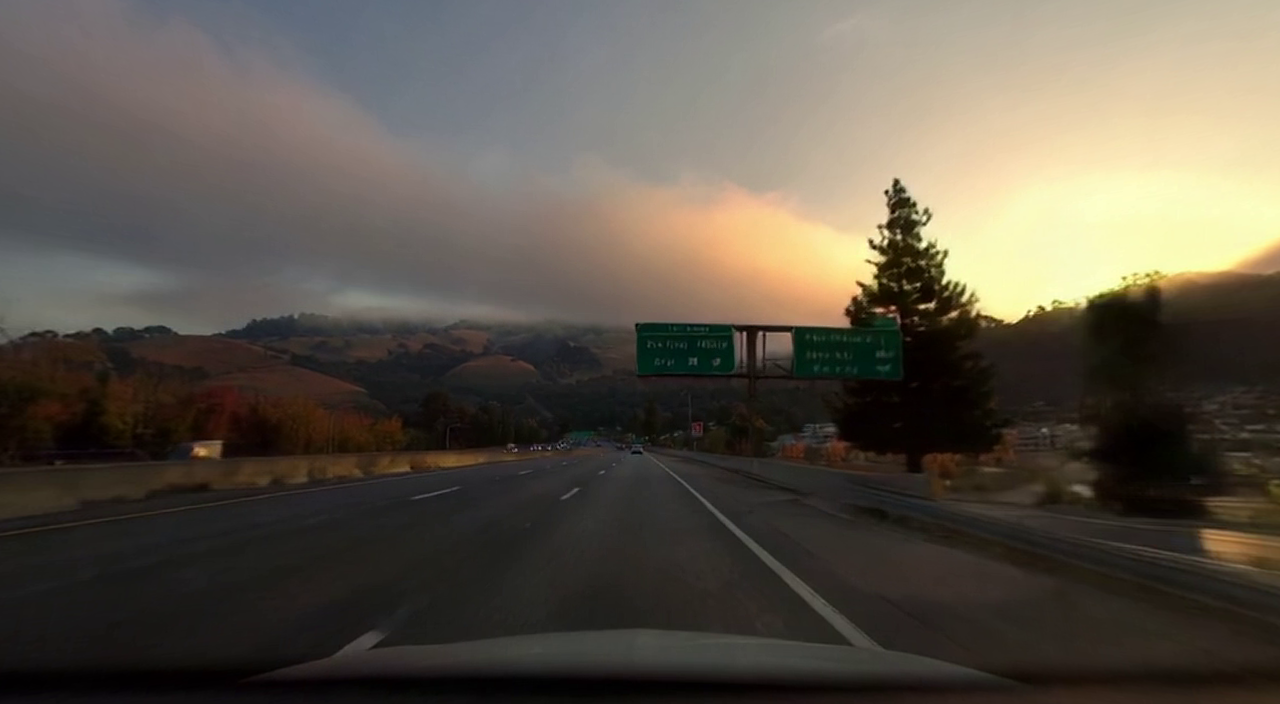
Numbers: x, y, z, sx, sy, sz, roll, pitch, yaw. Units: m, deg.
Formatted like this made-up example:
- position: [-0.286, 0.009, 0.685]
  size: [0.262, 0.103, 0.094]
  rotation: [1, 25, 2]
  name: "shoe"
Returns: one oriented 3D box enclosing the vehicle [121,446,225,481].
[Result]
- position: [-36.077, 8.572, 49.021]
  size: [2.679, 2.503, 6.760]
  rotation: [-1, -9, 2]
  name: "vehicle"
